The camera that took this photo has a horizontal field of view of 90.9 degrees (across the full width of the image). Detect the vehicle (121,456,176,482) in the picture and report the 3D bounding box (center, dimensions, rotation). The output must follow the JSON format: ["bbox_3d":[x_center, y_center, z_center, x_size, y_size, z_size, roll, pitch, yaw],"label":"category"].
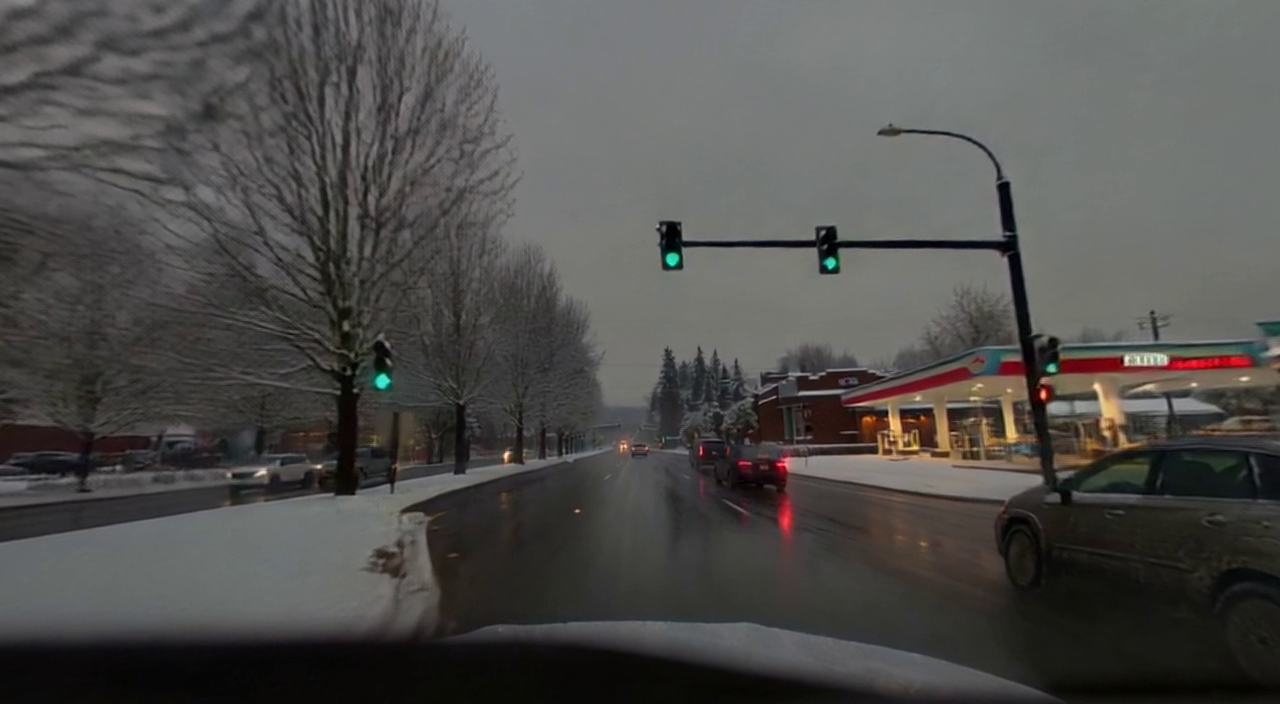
[{"bbox_3d":[-34.163,8.115,43.895,1.803,1.675,3.674,3,-9,-18],"label":"vehicle"}]

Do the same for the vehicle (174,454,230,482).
[{"bbox_3d":[-31.318,8.263,45.200,2.169,1.834,3.779,2,-9,-17],"label":"vehicle"}]

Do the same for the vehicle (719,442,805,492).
[{"bbox_3d":[3.831,3.680,20.518,1.871,1.442,4.122,0,-8,-1],"label":"vehicle"}]

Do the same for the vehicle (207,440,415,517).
[{"bbox_3d":[-8.229,3.173,16.567,2.842,1.476,4.980,-3,-7,0],"label":"vehicle"}]

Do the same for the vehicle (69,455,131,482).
[{"bbox_3d":[-36.270,7.811,42.461,1.755,1.670,3.889,3,-9,-19],"label":"vehicle"}]

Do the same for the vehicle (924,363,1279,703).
[{"bbox_3d":[3.845,1.047,3.906,1.875,1.665,4.931,0,-9,0],"label":"vehicle"}]

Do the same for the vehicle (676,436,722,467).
[{"bbox_3d":[4.006,6.867,43.778,2.611,1.983,5.165,0,-8,-1],"label":"vehicle"}]
